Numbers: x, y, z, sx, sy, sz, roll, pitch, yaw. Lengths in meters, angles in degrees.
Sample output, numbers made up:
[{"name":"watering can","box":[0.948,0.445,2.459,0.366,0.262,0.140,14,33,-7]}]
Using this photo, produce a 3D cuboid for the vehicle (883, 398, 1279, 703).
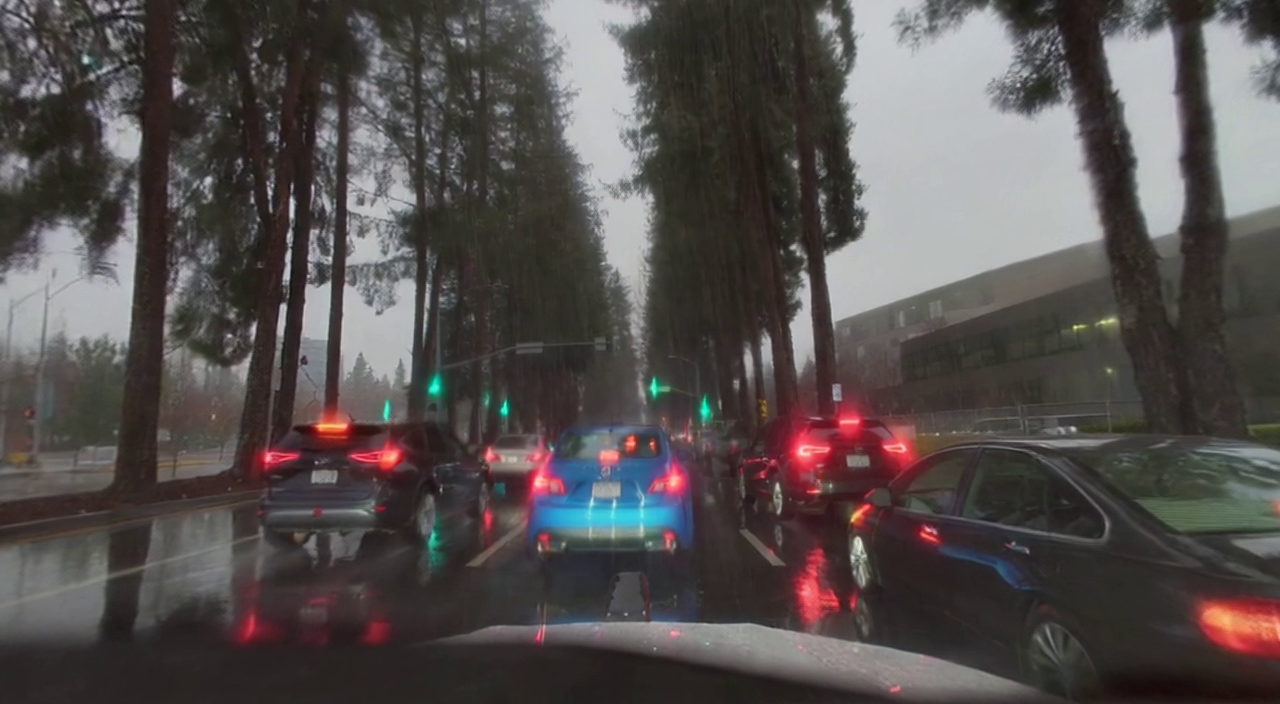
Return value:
[{"name":"vehicle","box":[3.248,1.075,3.399,2.045,1.459,4.462,0,-8,-1]}]

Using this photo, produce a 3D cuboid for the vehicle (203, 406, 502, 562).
[{"name":"vehicle","box":[-3.748,1.830,9.507,2.141,1.718,4.809,0,-8,1]}]

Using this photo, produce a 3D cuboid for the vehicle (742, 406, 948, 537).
[{"name":"vehicle","box":[3.345,2.083,11.530,2.117,1.879,4.715,0,-8,-1]}]

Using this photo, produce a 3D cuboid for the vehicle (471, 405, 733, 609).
[{"name":"vehicle","box":[-0.353,1.586,7.412,2.114,1.631,4.459,0,-8,-1]}]
